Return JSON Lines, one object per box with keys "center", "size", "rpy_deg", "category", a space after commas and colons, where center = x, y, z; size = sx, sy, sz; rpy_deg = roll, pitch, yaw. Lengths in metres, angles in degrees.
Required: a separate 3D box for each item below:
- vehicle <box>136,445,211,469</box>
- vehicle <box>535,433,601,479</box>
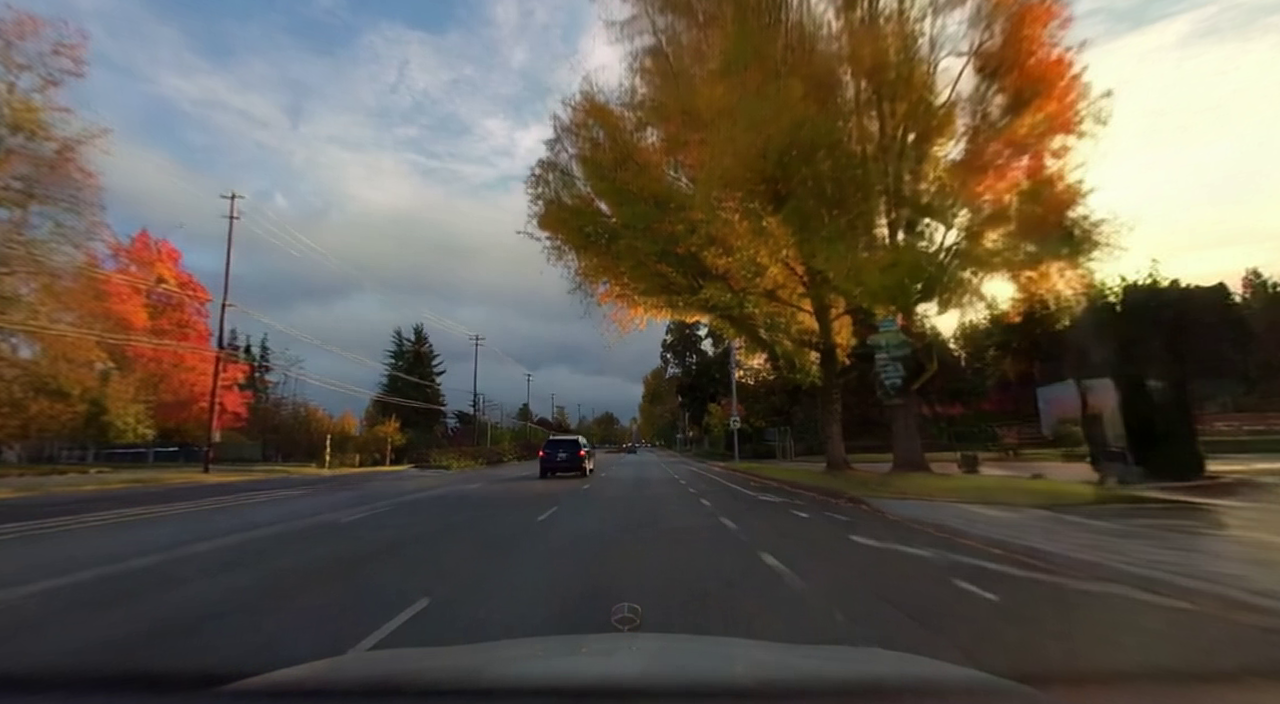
{"center": [-33.539, 7.548, 45.345], "size": [3.856, 1.655, 1.842], "rpy_deg": [1, -9, -3], "category": "vehicle"}
{"center": [-2.994, 4.458, 27.077], "size": [2.112, 1.779, 4.489], "rpy_deg": [0, -9, 2], "category": "vehicle"}
